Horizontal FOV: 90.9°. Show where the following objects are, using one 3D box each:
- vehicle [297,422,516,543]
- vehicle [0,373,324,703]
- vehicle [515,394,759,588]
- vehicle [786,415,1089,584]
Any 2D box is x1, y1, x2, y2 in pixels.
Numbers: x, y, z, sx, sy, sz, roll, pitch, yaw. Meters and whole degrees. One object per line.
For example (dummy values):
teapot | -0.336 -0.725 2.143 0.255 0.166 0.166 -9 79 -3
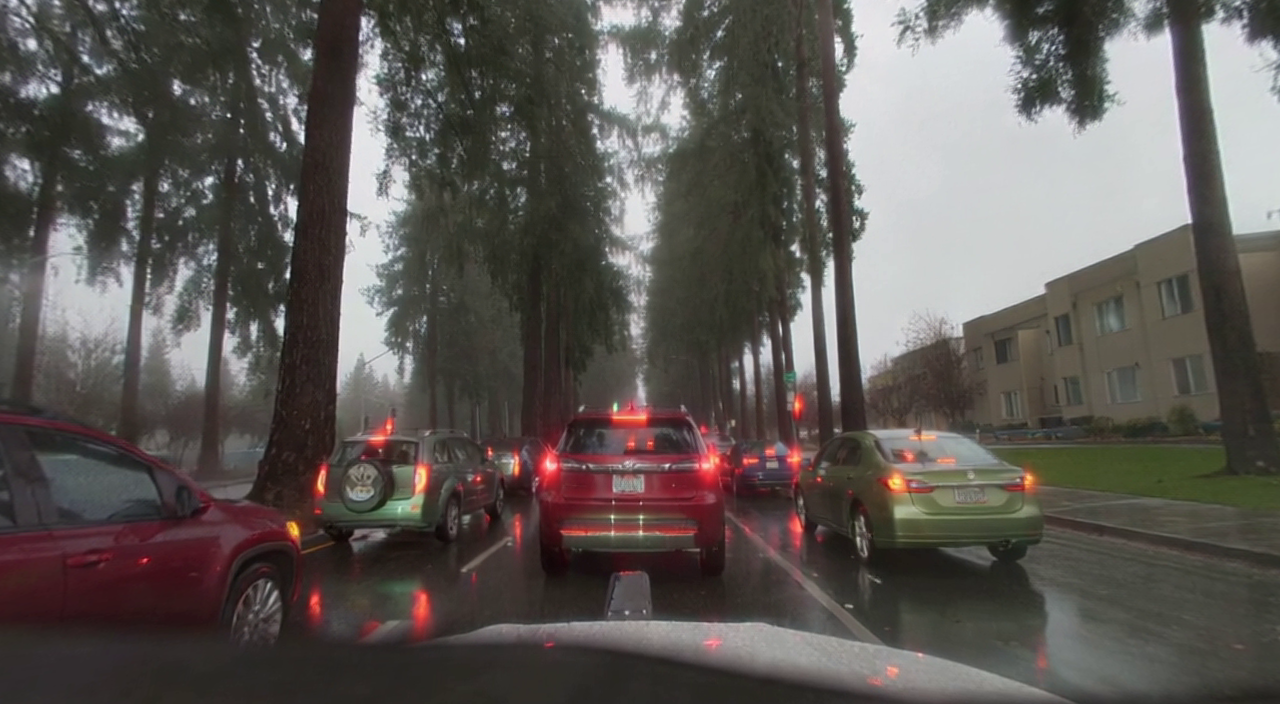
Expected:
vehicle | -3.659 2.120 10.917 2.042 1.641 4.314 0 -8 1
vehicle | -3.779 0.998 3.301 1.929 1.641 4.193 0 -8 2
vehicle | -0.011 1.552 7.788 2.193 1.744 4.033 0 -8 1
vehicle | 3.254 1.671 7.860 1.922 1.579 3.642 0 -8 -1
